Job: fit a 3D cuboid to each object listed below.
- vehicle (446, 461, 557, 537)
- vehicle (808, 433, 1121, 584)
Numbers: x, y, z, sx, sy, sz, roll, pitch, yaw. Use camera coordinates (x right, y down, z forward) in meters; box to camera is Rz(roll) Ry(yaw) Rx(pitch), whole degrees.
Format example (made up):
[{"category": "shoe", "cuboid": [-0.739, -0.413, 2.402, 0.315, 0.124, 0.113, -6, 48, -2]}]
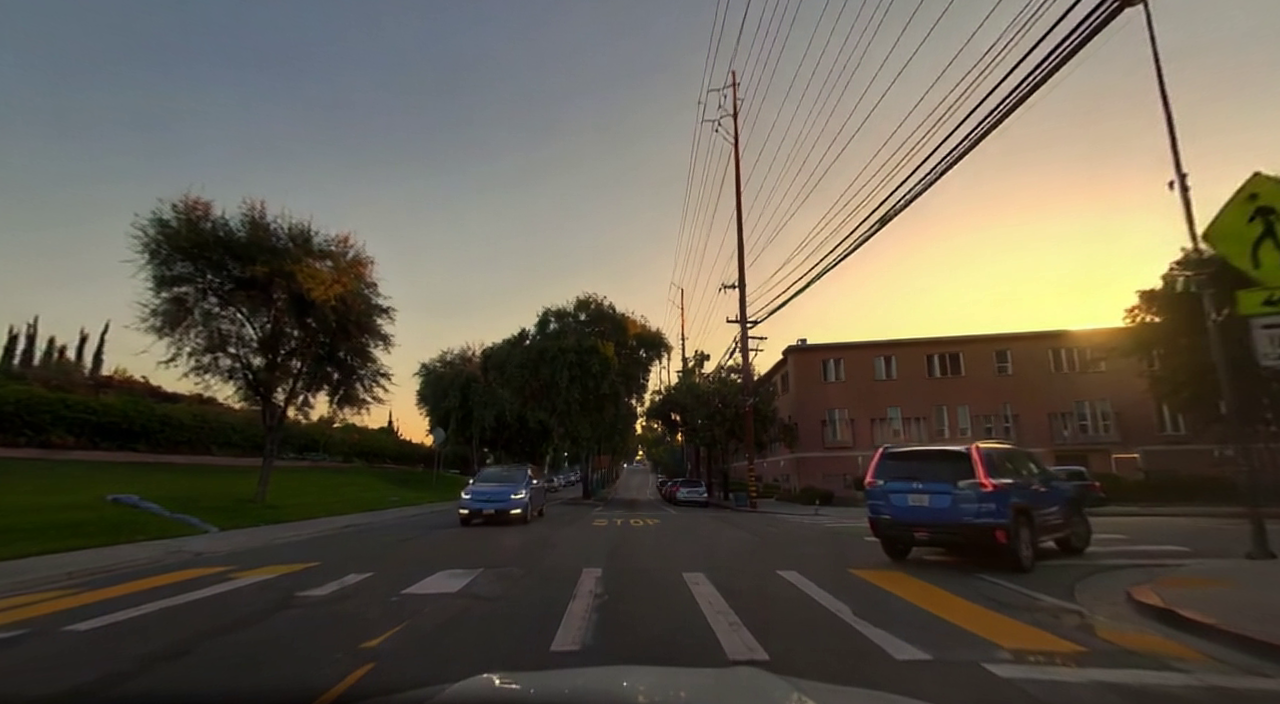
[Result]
[{"category": "vehicle", "cuboid": [-3.379, 3.648, 16.240, 1.911, 1.563, 4.057, 0, -8, 0]}, {"category": "vehicle", "cuboid": [5.183, 2.207, 9.914, 4.872, 1.789, 2.214, 6, -10, -34]}]
